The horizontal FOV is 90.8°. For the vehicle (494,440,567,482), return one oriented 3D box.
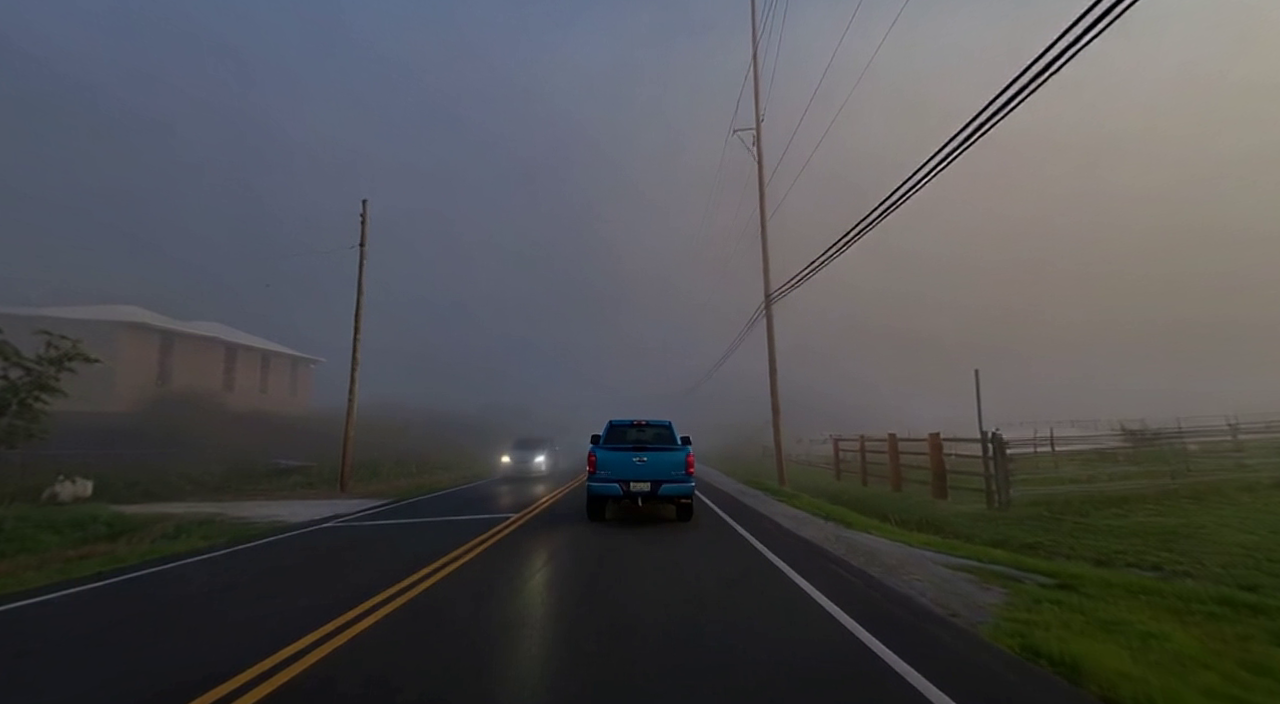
[{"bbox_3d":[-4.101,4.177,24.414,1.974,1.455,4.289,0,-8,1],"label":"vehicle"}]

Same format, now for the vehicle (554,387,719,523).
[{"bbox_3d":[-0.087,2.116,13.352,2.693,2.223,5.885,0,-8,-1],"label":"vehicle"}]
